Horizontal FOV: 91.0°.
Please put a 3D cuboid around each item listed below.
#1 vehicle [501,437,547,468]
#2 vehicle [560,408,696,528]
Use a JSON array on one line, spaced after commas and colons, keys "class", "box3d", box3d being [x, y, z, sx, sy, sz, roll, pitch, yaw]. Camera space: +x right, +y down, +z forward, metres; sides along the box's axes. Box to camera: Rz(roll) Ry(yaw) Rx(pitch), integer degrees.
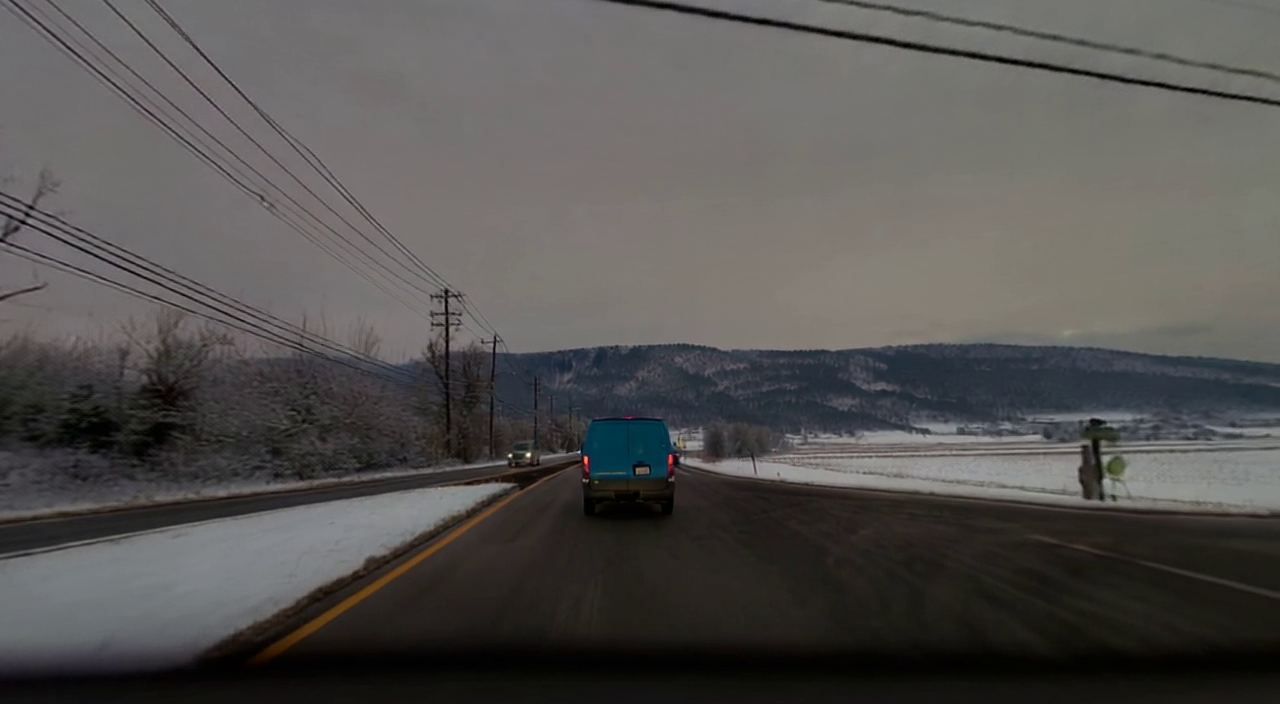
[{"class": "vehicle", "box3d": [-9.105, 7.981, 49.832, 2.260, 2.264, 5.982, 0, -9, 2]}, {"class": "vehicle", "box3d": [-0.309, 2.460, 13.709, 2.454, 2.144, 4.535, 0, -9, -2]}]
